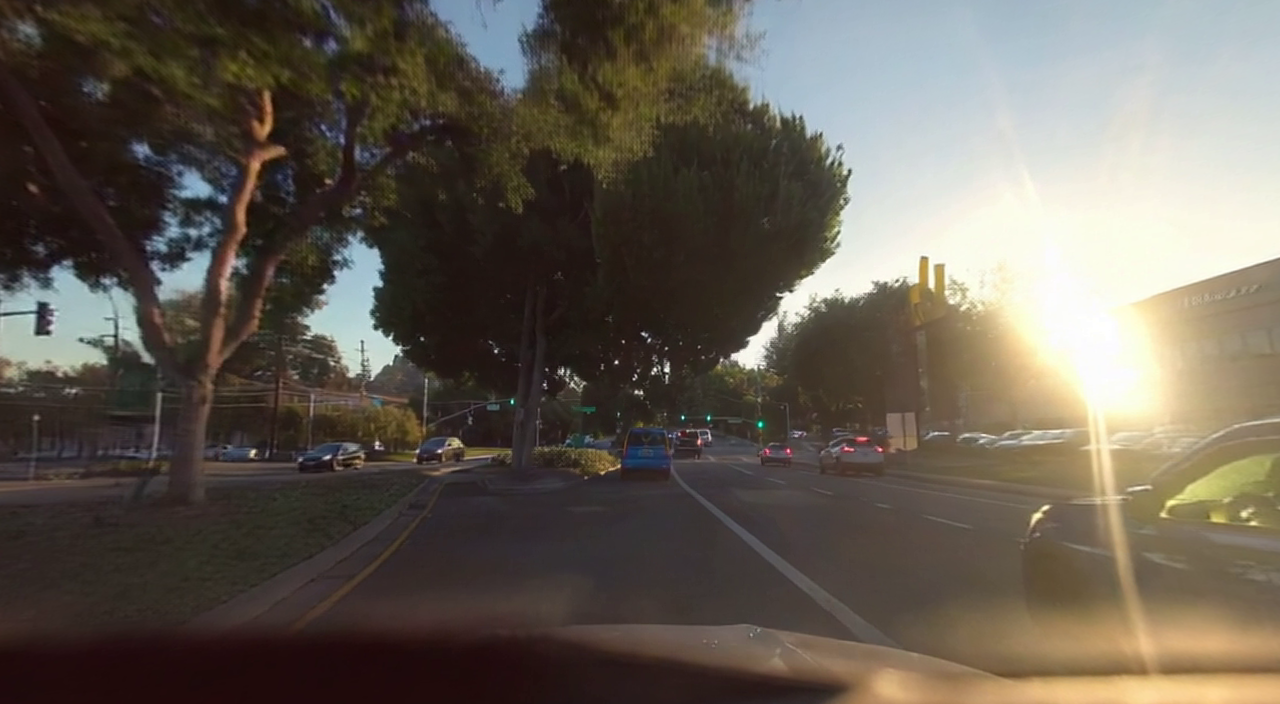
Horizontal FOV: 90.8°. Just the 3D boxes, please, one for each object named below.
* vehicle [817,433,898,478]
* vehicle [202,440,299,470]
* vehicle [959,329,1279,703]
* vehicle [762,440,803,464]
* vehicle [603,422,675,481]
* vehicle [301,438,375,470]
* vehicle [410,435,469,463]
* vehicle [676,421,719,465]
[{"bbox_3d":[9.267,4.447,27.293,1.977,1.786,4.344,0,-8,1],"label":"vehicle"},{"bbox_3d":[-27.381,7.242,44.526,5.258,1.970,2.363,-1,-9,3],"label":"vehicle"},{"bbox_3d":[3.381,0.784,2.316,2.076,1.716,4.416,0,-8,0],"label":"vehicle"},{"bbox_3d":[9.603,6.793,42.912,1.879,1.517,4.006,0,-8,0],"label":"vehicle"},{"bbox_3d":[-0.077,3.642,23.234,2.402,1.938,4.535,0,-8,-1],"label":"vehicle"},{"bbox_3d":[-18.600,6.299,39.211,2.050,1.797,4.945,0,-8,1],"label":"vehicle"},{"bbox_3d":[-14.285,6.949,45.396,2.311,1.849,4.889,-1,-8,4],"label":"vehicle"},{"bbox_3d":[3.578,5.750,40.127,2.239,2.586,4.586,1,-8,-1],"label":"vehicle"}]
